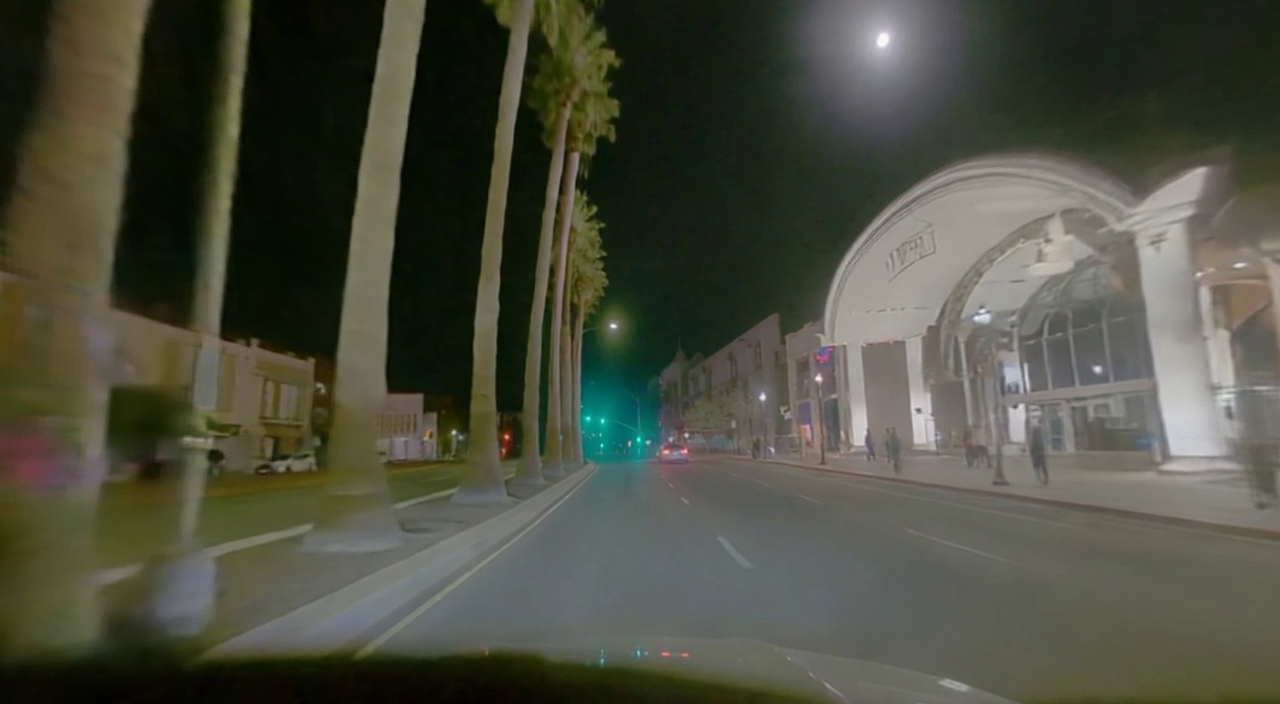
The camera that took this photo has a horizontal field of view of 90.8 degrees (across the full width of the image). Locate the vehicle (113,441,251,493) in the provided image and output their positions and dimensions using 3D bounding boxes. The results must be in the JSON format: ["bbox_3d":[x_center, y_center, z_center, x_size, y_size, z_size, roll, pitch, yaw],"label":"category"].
[{"bbox_3d":[-18.399,4.606,25.734,2.136,1.890,4.670,0,-9,-1],"label":"vehicle"}]

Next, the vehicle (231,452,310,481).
[{"bbox_3d":[-21.806,6.728,37.492,1.866,1.553,4.835,0,-9,-2],"label":"vehicle"}]

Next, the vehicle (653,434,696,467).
[{"bbox_3d":[2.228,6.645,42.665,2.284,2.010,6.670,0,-9,-2],"label":"vehicle"}]
